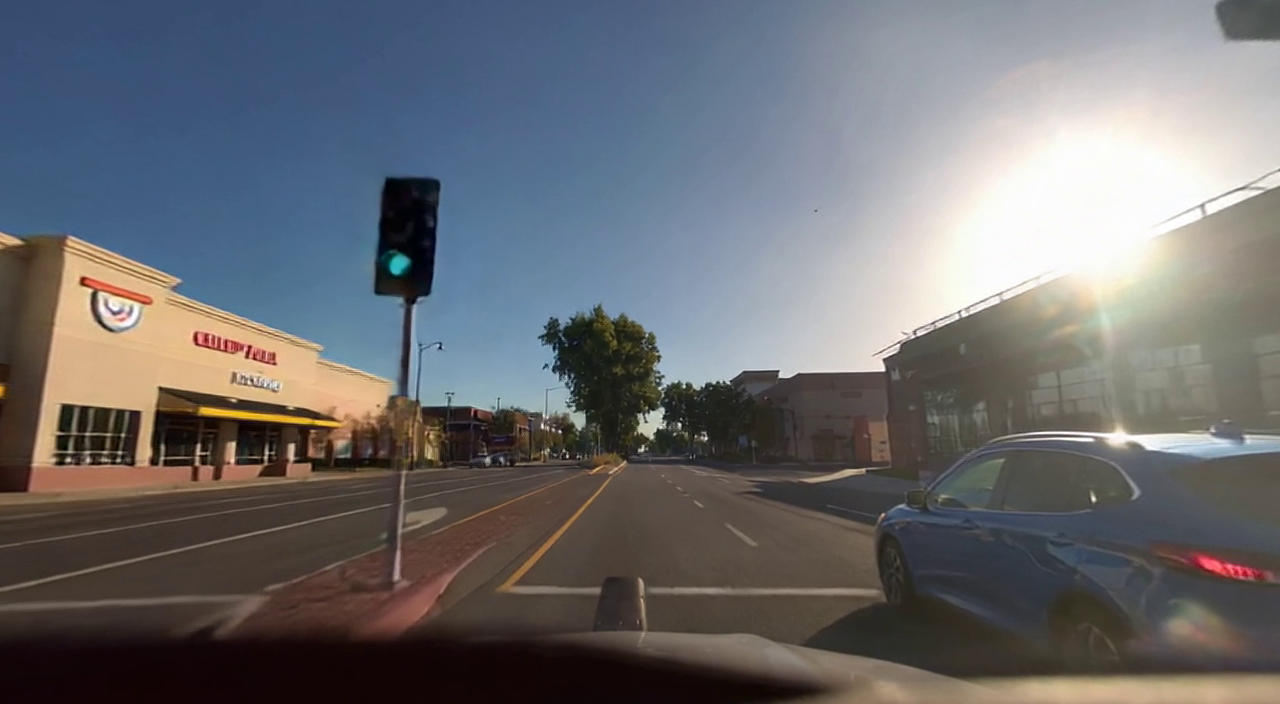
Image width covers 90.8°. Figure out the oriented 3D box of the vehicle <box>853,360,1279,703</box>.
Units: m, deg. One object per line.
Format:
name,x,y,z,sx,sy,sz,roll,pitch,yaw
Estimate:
vehicle,3.160,1.077,3.657,2.015,1.641,4.995,0,-8,-1
